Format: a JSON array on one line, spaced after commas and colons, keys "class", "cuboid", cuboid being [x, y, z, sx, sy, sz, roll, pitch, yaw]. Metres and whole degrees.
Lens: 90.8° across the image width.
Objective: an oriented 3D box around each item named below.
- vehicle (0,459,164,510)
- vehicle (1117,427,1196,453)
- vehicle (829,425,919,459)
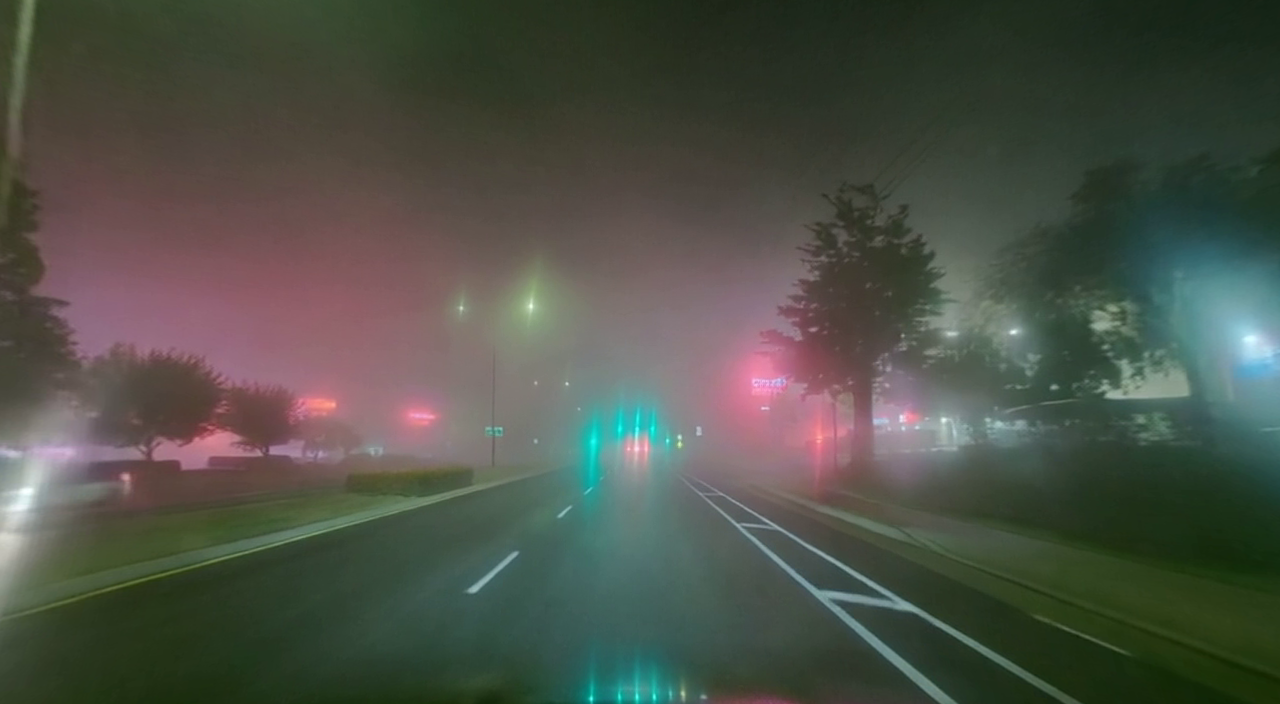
[{"class": "vehicle", "cuboid": [-19.041, 4.468, 21.716, 1.825, 1.457, 4.454, 0, -9, 0]}, {"class": "vehicle", "cuboid": [33.086, 5.698, 40.619, 1.780, 1.456, 4.390, -6, -10, 8]}, {"class": "vehicle", "cuboid": [13.734, 5.327, 37.246, 4.514, 1.929, 1.991, 1, -9, -4]}]
